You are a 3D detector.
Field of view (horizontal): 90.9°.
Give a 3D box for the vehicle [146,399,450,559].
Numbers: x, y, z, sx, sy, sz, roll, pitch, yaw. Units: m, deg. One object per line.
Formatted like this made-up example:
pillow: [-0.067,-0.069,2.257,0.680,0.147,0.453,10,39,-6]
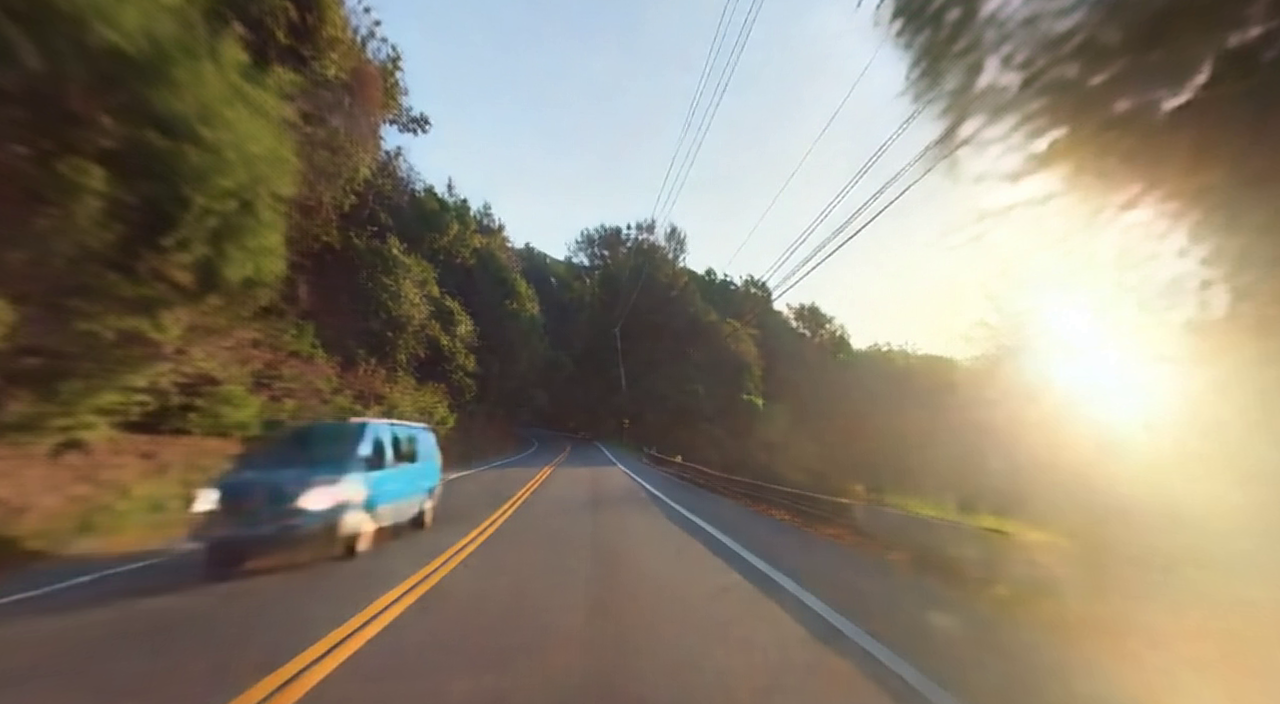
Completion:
vehicle: [-4.811,1.857,9.962,2.213,1.882,4.693,0,-8,-1]
